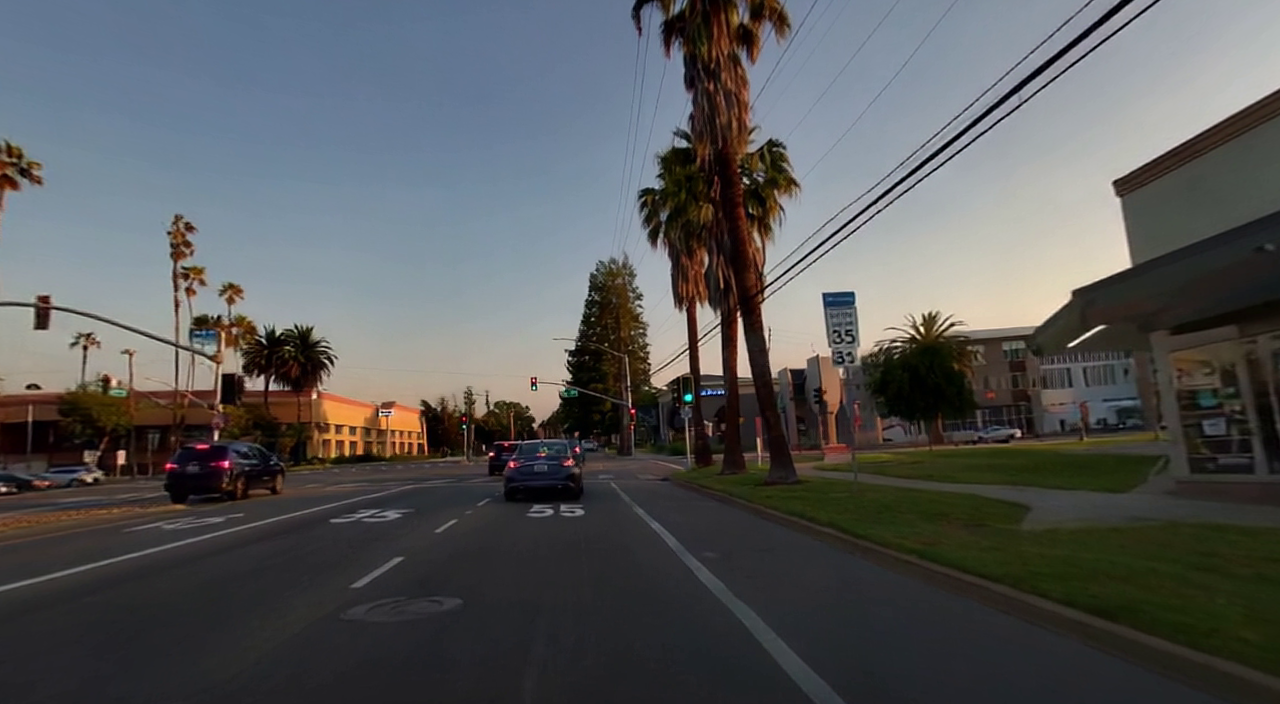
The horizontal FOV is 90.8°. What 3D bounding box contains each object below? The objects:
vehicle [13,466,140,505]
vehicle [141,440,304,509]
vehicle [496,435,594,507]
[{"bbox_3d":[-26.556,6.277,30.043,1.829,1.506,4.819,0,-8,-4],"label":"vehicle"},{"bbox_3d":[-12.489,3.639,19.402,2.050,1.811,4.752,0,-9,-5],"label":"vehicle"},{"bbox_3d":[-2.263,2.849,15.631,2.063,1.474,4.334,1,-8,-7],"label":"vehicle"}]
